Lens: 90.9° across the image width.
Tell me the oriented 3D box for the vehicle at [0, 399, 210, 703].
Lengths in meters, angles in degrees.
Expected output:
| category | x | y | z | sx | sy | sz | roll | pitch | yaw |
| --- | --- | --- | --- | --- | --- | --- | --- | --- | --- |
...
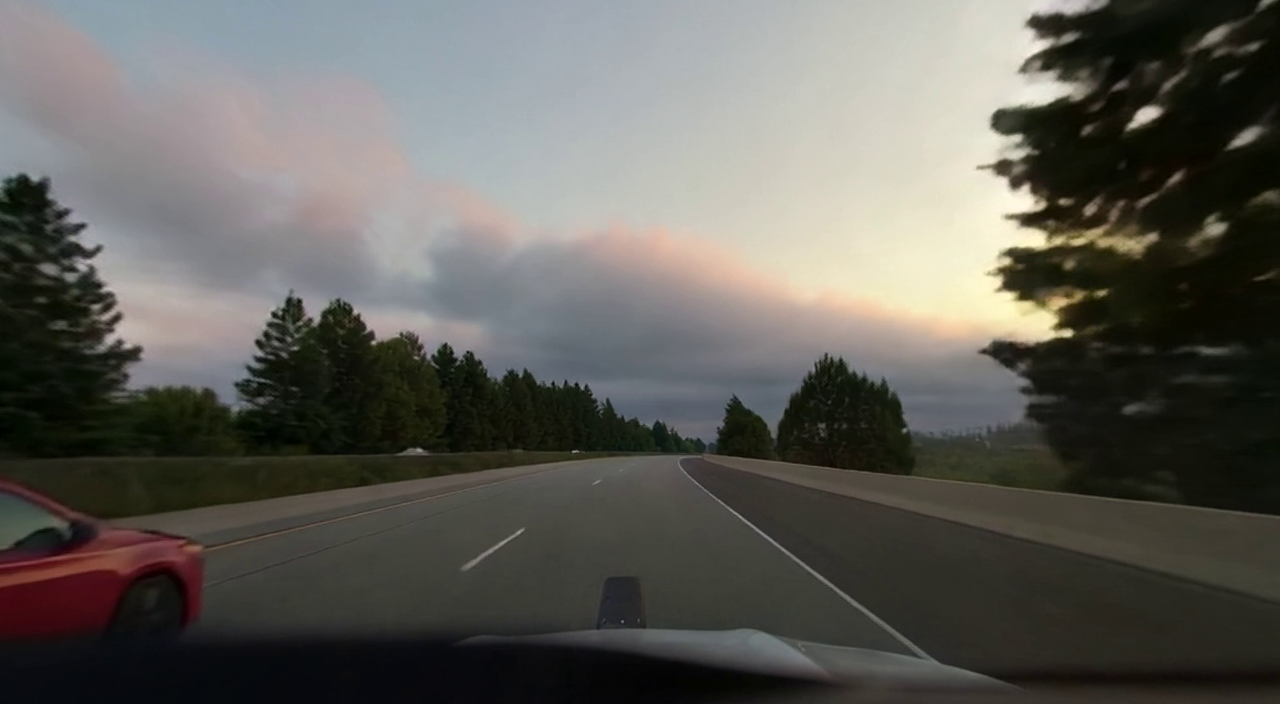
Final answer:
| category | x | y | z | sx | sy | sz | roll | pitch | yaw |
| --- | --- | --- | --- | --- | --- | --- | --- | --- | --- |
| vehicle | -3.466 | 0.778 | 1.477 | 1.934 | 1.486 | 4.115 | 0 | -9 | 1 |
